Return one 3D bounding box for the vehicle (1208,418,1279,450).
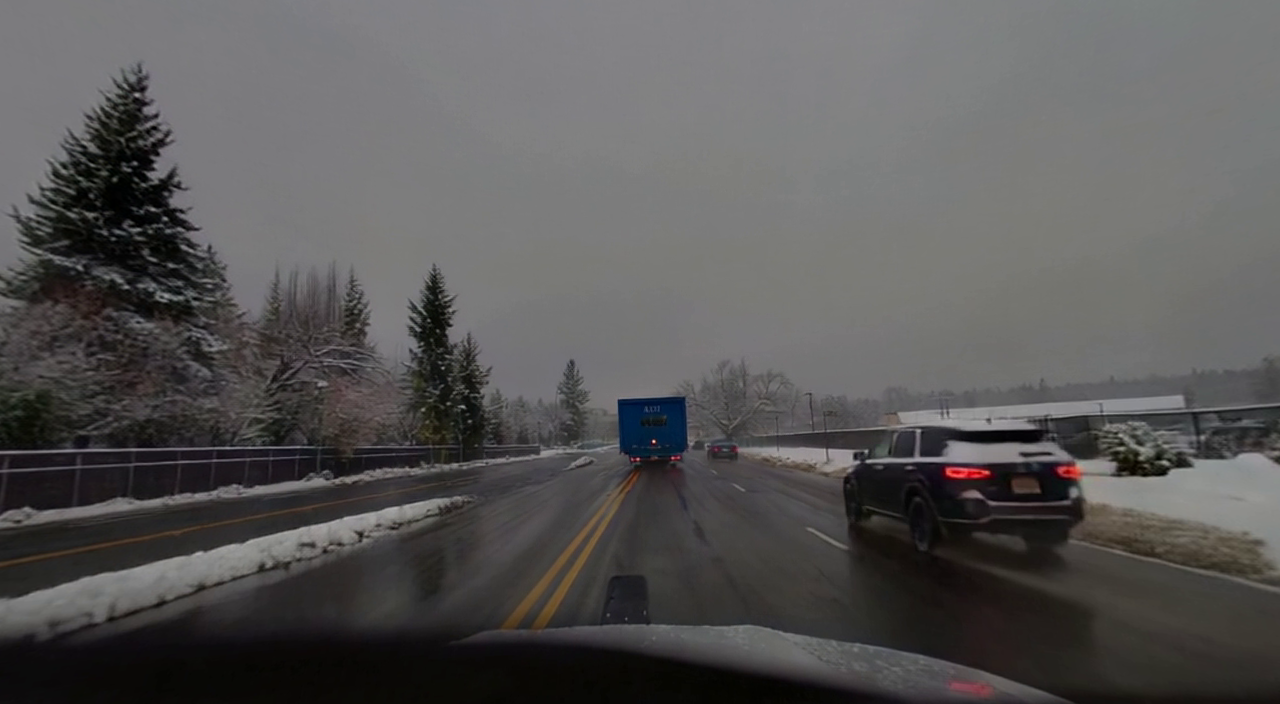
[{"bbox_3d":[37.495,5.015,38.081,2.389,1.806,5.792,-3,-9,18],"label":"vehicle"}]

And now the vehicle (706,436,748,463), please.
[{"bbox_3d":[5.694,6.421,41.670,2.151,1.662,4.543,0,-8,1],"label":"vehicle"}]

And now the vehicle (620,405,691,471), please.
[{"bbox_3d":[0.797,4.424,32.326,3.197,2.963,7.055,0,-8,2],"label":"vehicle"}]

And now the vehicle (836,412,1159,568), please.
[{"bbox_3d":[4.555,1.811,9.102,2.076,1.661,4.524,0,-8,1],"label":"vehicle"}]

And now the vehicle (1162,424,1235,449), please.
[{"bbox_3d":[44.083,6.686,49.914,2.050,1.801,5.143,-5,-8,15],"label":"vehicle"}]
